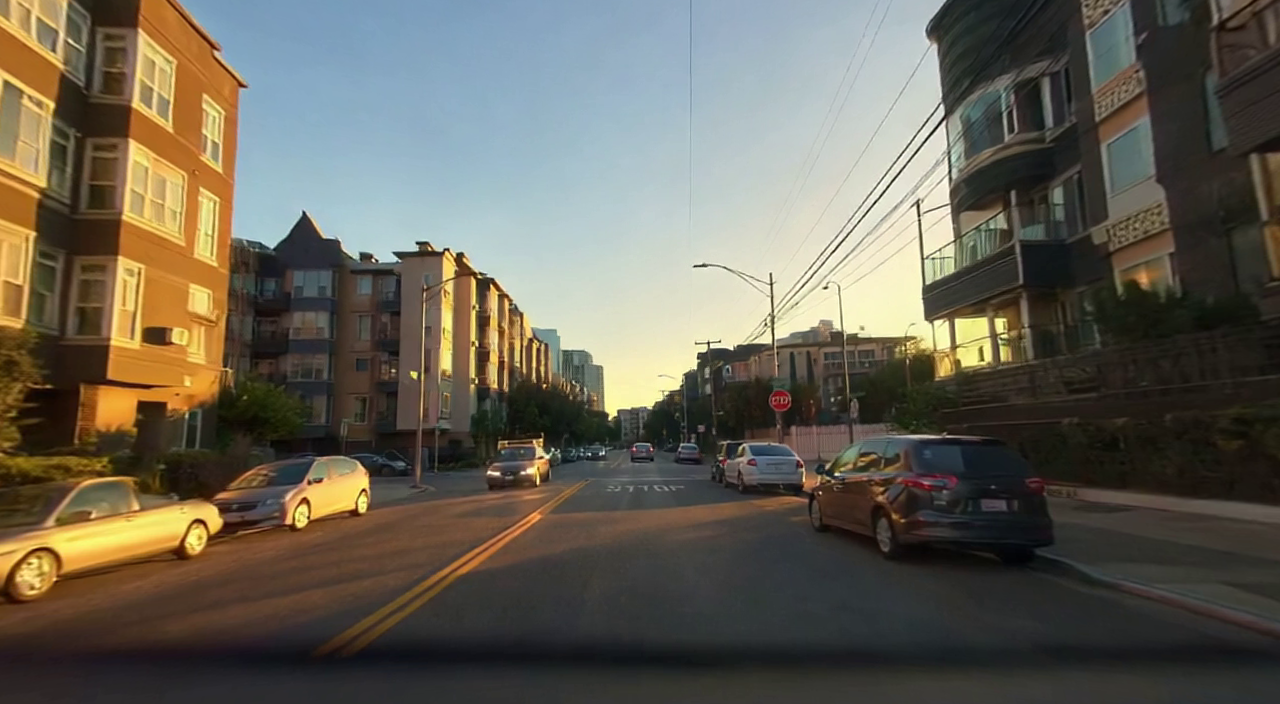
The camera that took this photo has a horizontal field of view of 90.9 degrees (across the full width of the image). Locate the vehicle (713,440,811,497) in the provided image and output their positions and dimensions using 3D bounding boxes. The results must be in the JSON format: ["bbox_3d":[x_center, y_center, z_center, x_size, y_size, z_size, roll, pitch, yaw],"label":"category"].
[{"bbox_3d":[3.553,3.487,19.287,1.888,1.495,4.567,0,-9,-2],"label":"vehicle"}]

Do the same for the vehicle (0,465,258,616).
[{"bbox_3d":[-7.571,2.324,8.560,1.953,1.417,4.449,-1,-9,1],"label":"vehicle"}]

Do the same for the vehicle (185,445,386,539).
[{"bbox_3d":[-7.560,2.972,14.084,1.928,1.721,4.429,0,-9,-1],"label":"vehicle"}]

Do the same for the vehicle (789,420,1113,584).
[{"bbox_3d":[3.750,1.889,8.872,2.040,1.637,4.734,0,-9,-1],"label":"vehicle"}]

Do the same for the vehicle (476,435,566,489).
[{"bbox_3d":[-4.307,4.079,23.677,2.452,1.778,4.634,0,-9,1],"label":"vehicle"}]

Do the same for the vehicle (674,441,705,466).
[{"bbox_3d":[3.854,7.954,49.689,2.164,1.721,4.416,-4,-9,1],"label":"vehicle"}]

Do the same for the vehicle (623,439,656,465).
[{"bbox_3d":[-0.005,7.913,49.845,2.453,1.895,4.344,0,-9,0],"label":"vehicle"}]
